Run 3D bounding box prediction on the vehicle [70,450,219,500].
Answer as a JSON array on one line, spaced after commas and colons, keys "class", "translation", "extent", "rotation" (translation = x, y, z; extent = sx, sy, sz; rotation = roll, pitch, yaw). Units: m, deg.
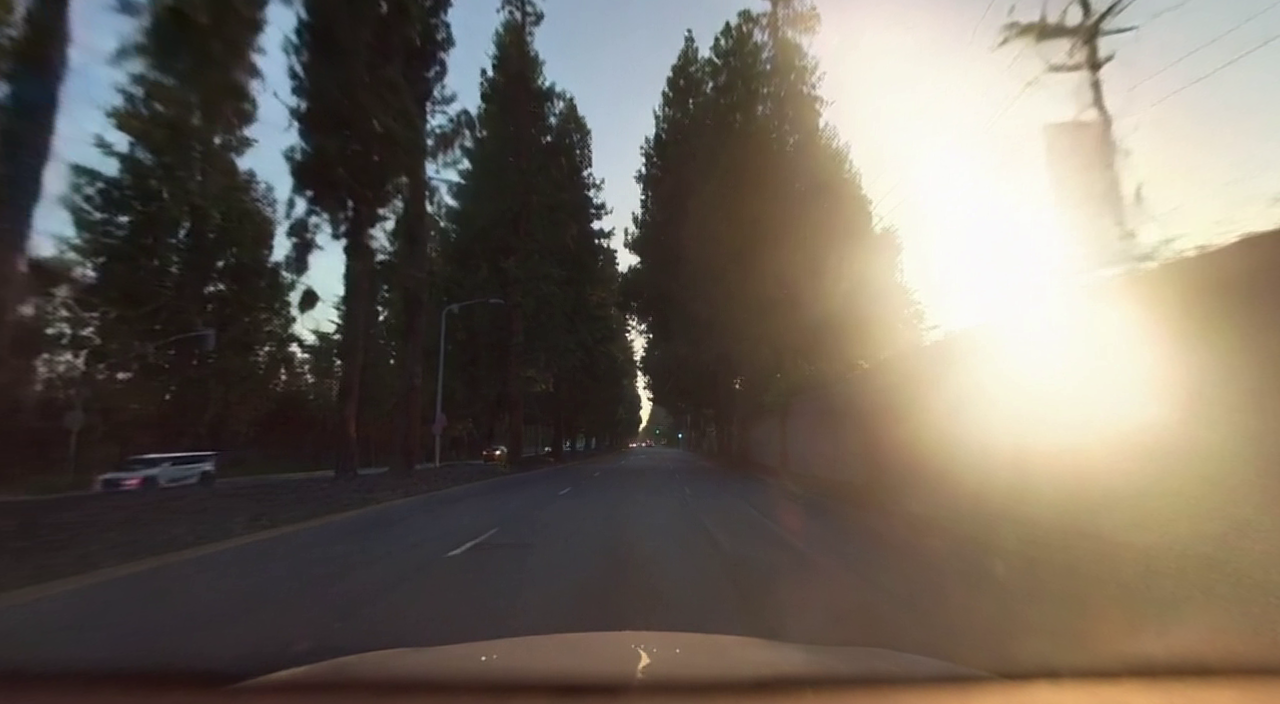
[{"class": "vehicle", "translation": [-18.195, 4.497, 23.482], "extent": [1.930, 1.608, 4.414], "rotation": [0, -8, 0]}]
